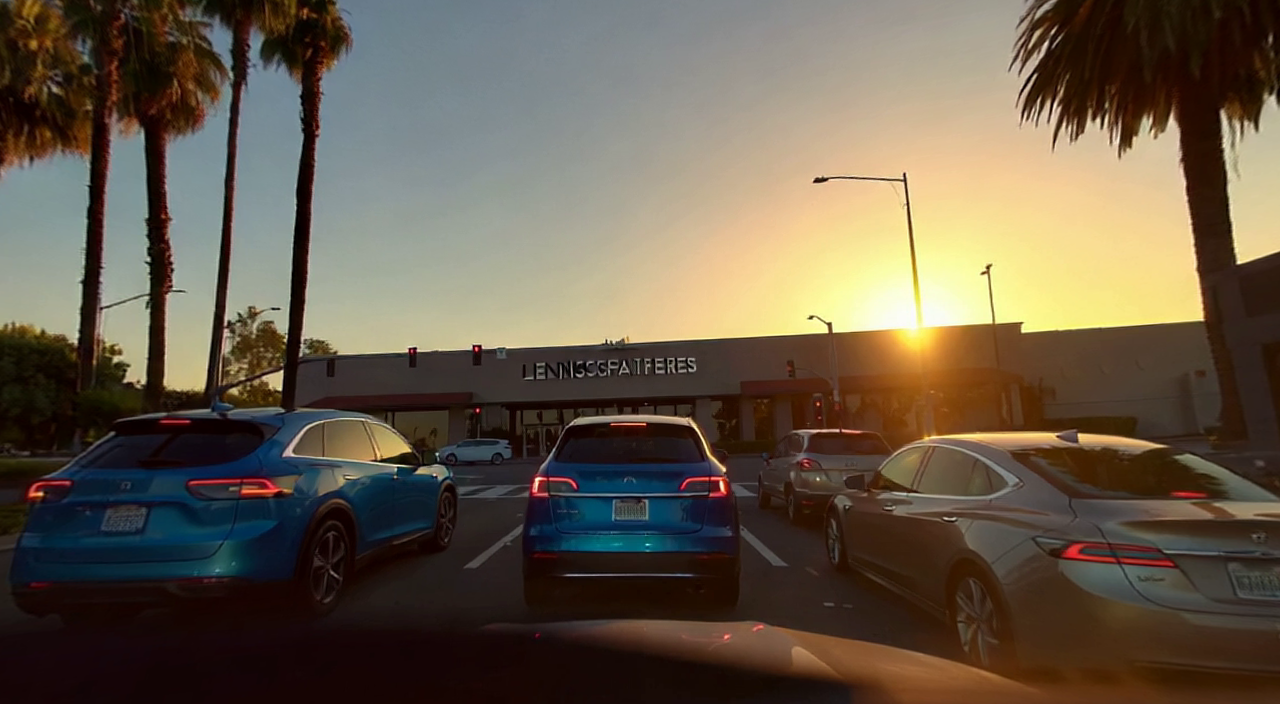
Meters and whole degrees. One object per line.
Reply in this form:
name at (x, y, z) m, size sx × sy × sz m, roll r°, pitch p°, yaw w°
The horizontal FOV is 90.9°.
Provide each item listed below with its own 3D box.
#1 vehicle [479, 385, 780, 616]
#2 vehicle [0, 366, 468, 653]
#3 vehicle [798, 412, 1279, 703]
vehicle at (-0.127, 1.454, 7.063) m, size 2.280 × 1.747 × 4.361 m, roll 0°, pitch -8°, yaw -1°
vehicle at (-3.350, 1.281, 6.134) m, size 2.014 × 1.755 × 4.360 m, roll 0°, pitch -8°, yaw 1°
vehicle at (2.955, 1.370, 5.253) m, size 2.017 × 1.491 × 4.611 m, roll 0°, pitch -8°, yaw -1°
